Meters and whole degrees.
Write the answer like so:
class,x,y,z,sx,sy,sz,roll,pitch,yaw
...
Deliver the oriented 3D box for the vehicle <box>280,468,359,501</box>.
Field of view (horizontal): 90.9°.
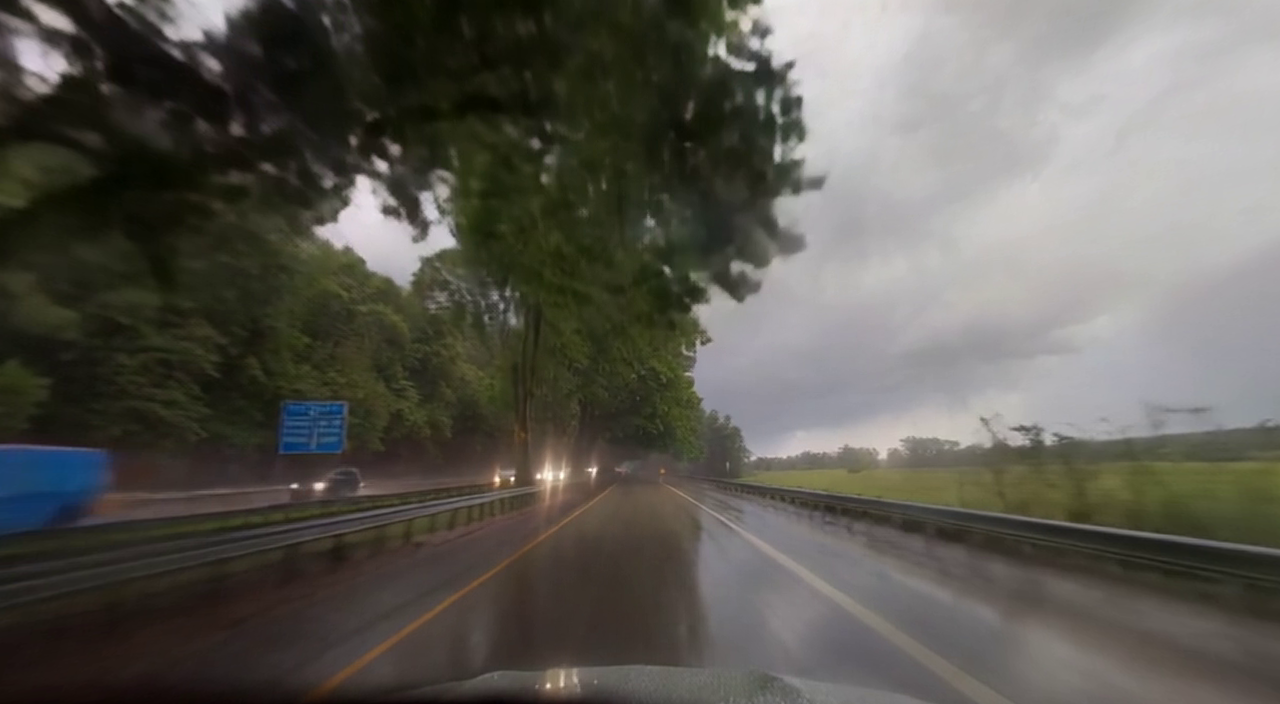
class,x,y,z,sx,sy,sz,roll,pitch,yaw
vehicle,-17.061,7.072,33.795,2.059,1.605,4.041,1,-10,0
